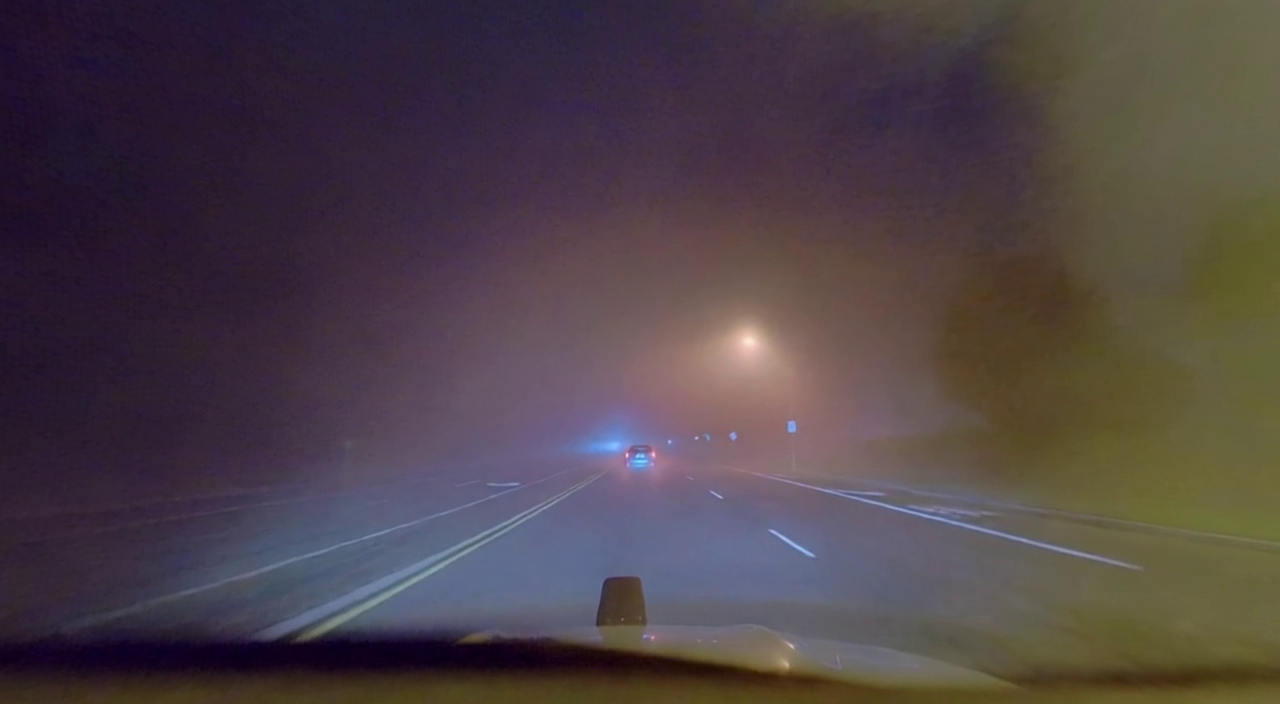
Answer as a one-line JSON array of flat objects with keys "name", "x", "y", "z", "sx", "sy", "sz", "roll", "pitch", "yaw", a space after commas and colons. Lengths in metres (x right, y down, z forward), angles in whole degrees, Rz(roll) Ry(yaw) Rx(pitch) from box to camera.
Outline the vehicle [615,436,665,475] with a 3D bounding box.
[{"name": "vehicle", "x": 0.005, "y": 5.098, "z": 30.829, "sx": 2.256, "sy": 1.734, "sz": 4.176, "roll": -1, "pitch": -9, "yaw": 0}]
